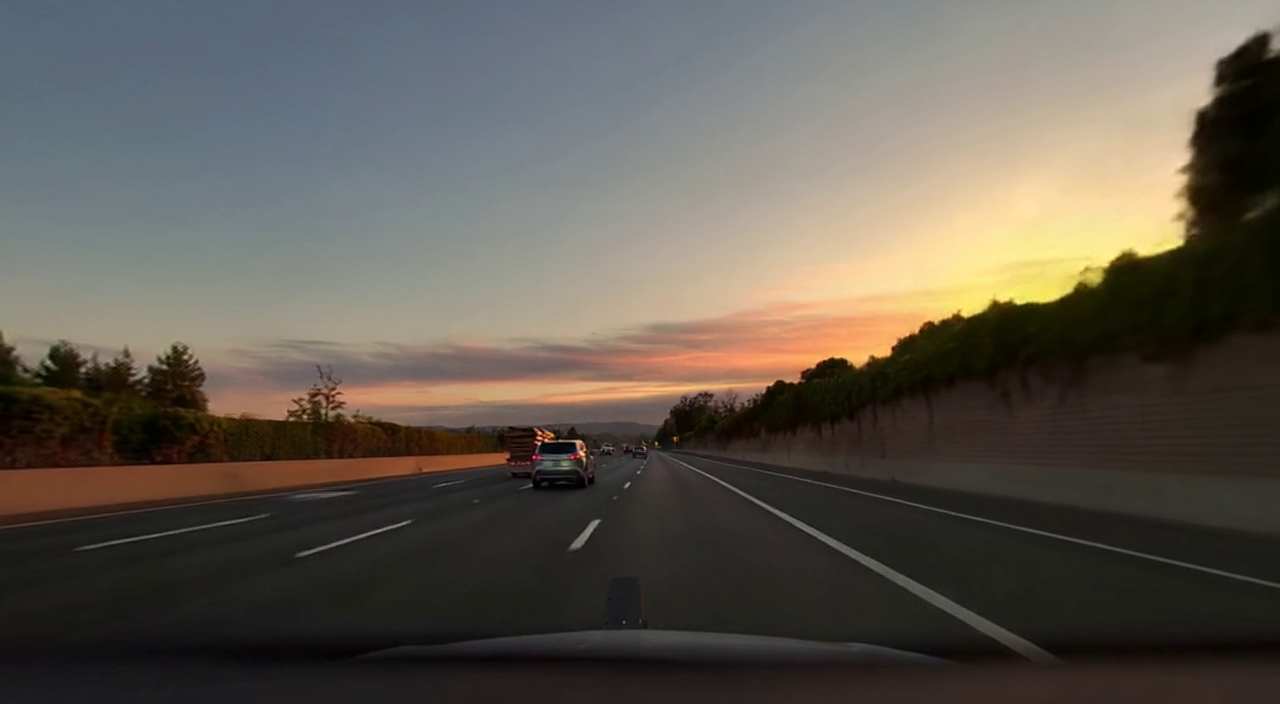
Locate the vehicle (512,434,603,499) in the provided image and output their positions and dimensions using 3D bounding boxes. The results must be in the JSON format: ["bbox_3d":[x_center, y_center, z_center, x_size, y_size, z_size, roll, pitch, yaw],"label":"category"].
[{"bbox_3d":[-2.429,3.496,19.757,2.114,1.787,4.365,0,-8,2],"label":"vehicle"}]
